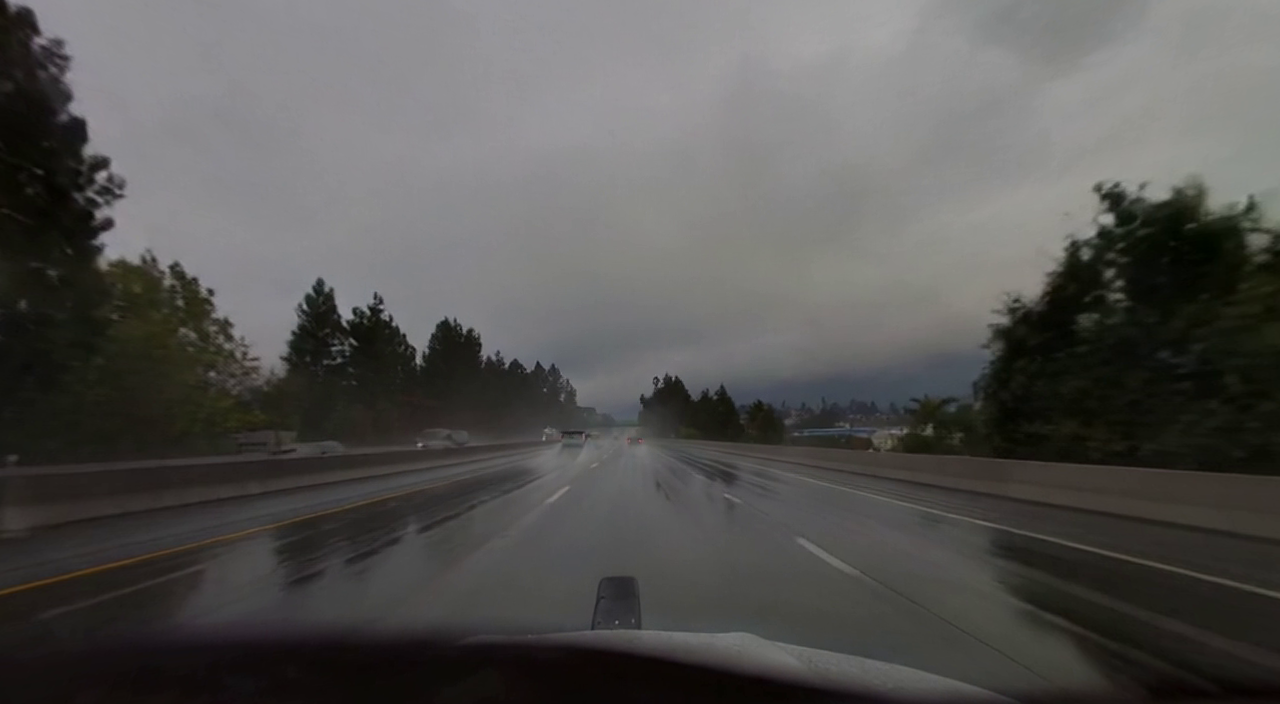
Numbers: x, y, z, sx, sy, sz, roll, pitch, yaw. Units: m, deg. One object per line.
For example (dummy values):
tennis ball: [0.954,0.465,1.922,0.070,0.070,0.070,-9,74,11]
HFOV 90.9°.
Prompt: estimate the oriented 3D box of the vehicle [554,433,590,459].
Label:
vehicle: [-4.522,6.330,42.660,2.003,1.626,4.256,0,-8,0]

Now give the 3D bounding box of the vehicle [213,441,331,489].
vehicle: [-12.335,3.776,21.426,1.760,1.434,3.811,0,-8,-2]

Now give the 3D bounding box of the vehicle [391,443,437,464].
vehicle: [-16.763,7.524,47.006,1.800,1.475,4.489,0,-8,0]
